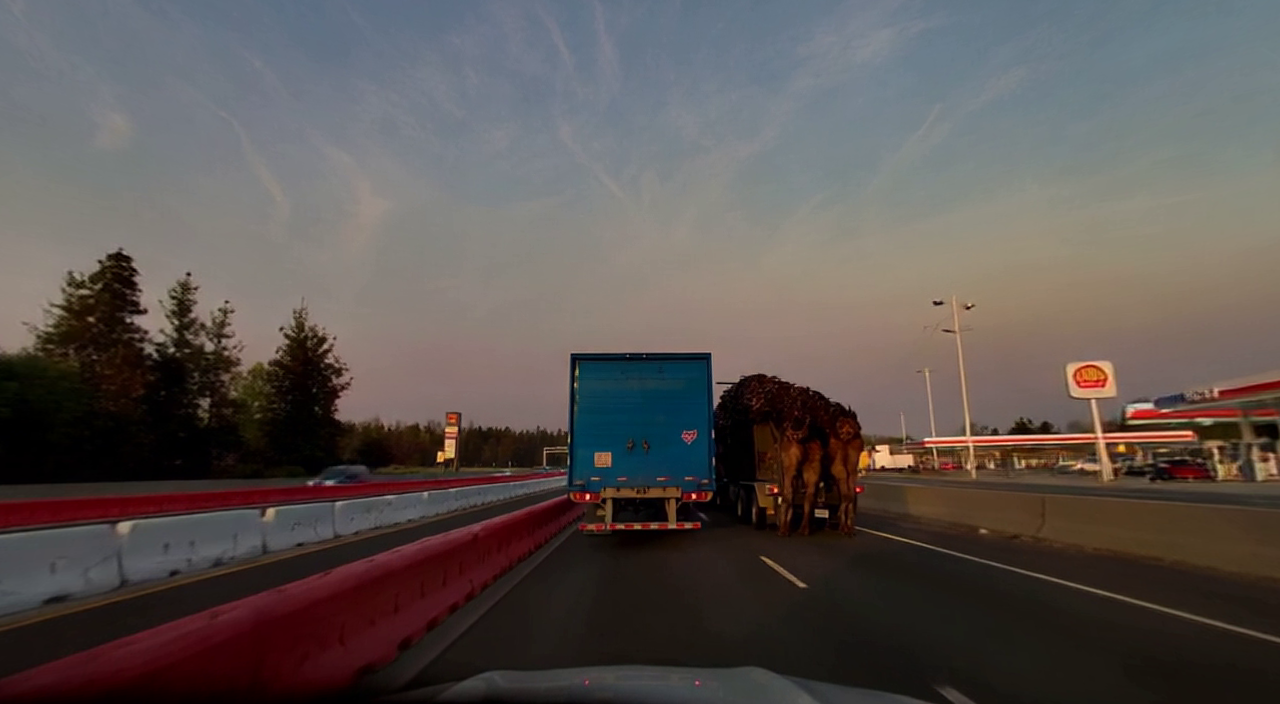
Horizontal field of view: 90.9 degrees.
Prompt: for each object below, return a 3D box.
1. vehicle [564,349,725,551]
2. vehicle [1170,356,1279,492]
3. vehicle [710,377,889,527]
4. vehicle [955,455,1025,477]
[{"bbox_3d":[0.042,2.376,14.813,2.618,3.306,8.676,1,-10,0],"label":"vehicle"},{"bbox_3d":[20.853,1.651,16.139,2.771,4.075,13.513,1,-11,0],"label":"vehicle"},{"bbox_3d":[4.424,3.287,20.244,2.936,3.640,9.443,1,-10,-2],"label":"vehicle"},{"bbox_3d":[24.530,8.020,44.324,1.762,1.470,4.485,3,-11,-11],"label":"vehicle"}]
